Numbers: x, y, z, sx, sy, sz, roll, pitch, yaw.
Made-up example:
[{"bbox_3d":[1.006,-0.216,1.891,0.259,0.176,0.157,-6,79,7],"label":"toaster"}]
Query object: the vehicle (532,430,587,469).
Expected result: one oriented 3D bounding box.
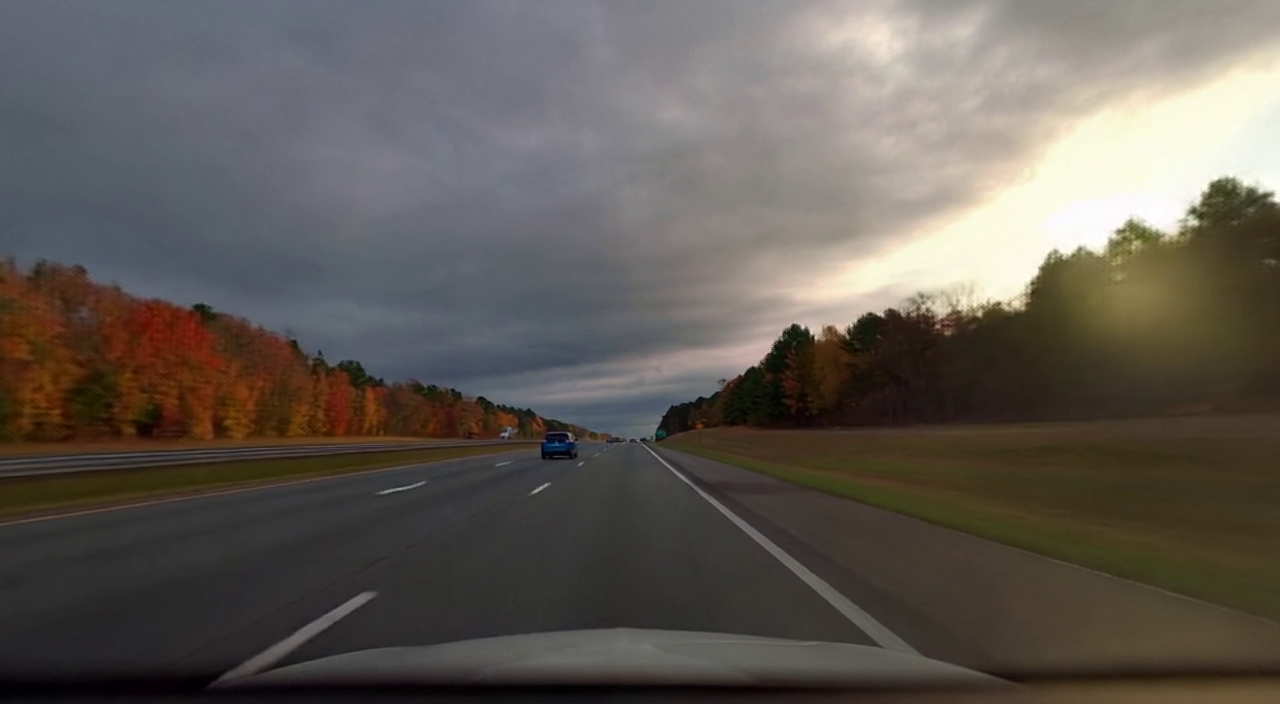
[{"bbox_3d":[-3.664,4.509,29.342,2.057,1.666,4.552,0,-8,-1],"label":"vehicle"}]
